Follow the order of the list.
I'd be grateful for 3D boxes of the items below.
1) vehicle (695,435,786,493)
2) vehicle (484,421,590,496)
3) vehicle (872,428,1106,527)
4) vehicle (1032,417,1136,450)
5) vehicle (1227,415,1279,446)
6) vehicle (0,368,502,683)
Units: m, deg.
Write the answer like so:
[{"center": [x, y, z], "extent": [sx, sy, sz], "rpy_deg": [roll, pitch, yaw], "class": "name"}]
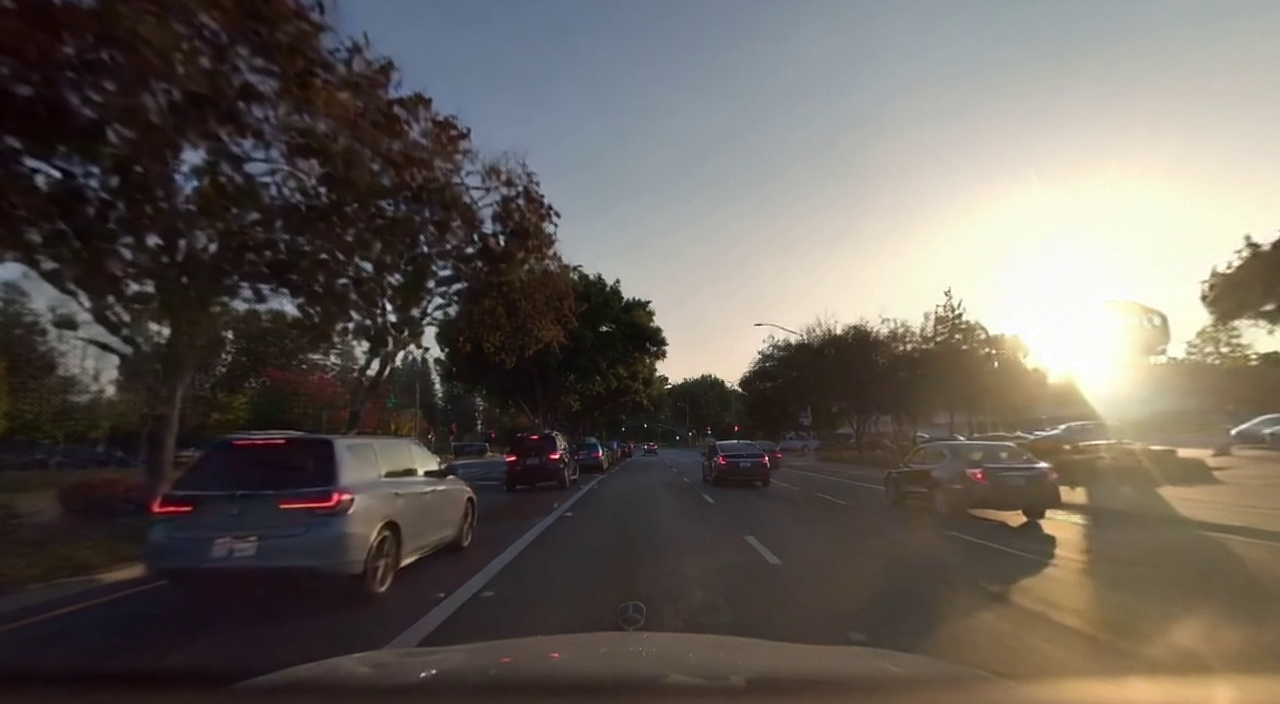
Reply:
[{"center": [2.832, 3.266, 18.737], "extent": [2.004, 1.512, 4.206], "rpy_deg": [0, -9, 0], "class": "vehicle"}, {"center": [-2.662, 2.905, 17.466], "extent": [2.117, 1.799, 4.442], "rpy_deg": [0, -9, 1], "class": "vehicle"}, {"center": [6.372, 2.337, 12.334], "extent": [1.881, 1.540, 4.750], "rpy_deg": [0, -9, 0], "class": "vehicle"}, {"center": [29.745, 5.551, 42.381], "extent": [2.209, 1.864, 5.044], "rpy_deg": [2, -11, -28], "class": "vehicle"}, {"center": [30.913, 3.900, 30.928], "extent": [1.787, 1.423, 4.347], "rpy_deg": [-5, -10, 26], "class": "vehicle"}, {"center": [-2.849, 1.281, 5.723], "extent": [2.141, 1.719, 4.379], "rpy_deg": [0, -9, 1], "class": "vehicle"}]
